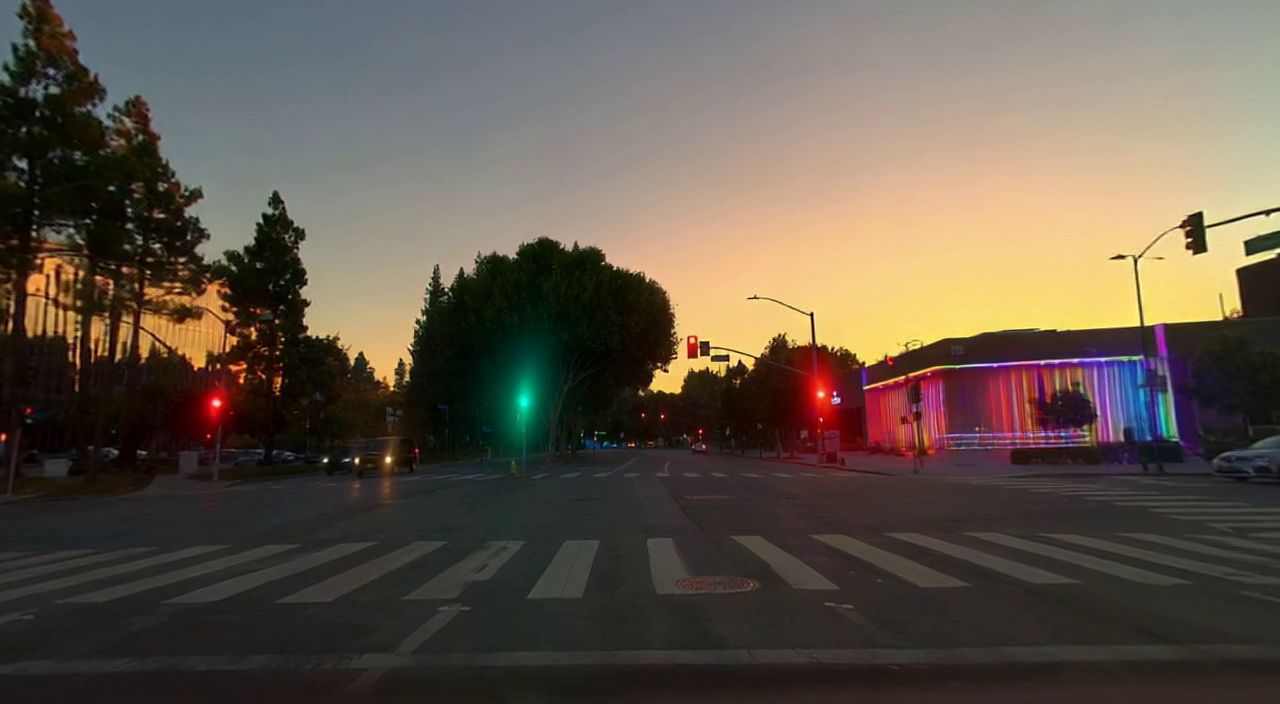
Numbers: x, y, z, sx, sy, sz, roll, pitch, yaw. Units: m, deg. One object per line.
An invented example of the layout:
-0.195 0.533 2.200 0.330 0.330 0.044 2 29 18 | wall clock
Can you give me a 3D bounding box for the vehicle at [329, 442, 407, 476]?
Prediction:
-14.848 5.839 34.754 2.169 1.753 4.640 0 -8 1 | vehicle
